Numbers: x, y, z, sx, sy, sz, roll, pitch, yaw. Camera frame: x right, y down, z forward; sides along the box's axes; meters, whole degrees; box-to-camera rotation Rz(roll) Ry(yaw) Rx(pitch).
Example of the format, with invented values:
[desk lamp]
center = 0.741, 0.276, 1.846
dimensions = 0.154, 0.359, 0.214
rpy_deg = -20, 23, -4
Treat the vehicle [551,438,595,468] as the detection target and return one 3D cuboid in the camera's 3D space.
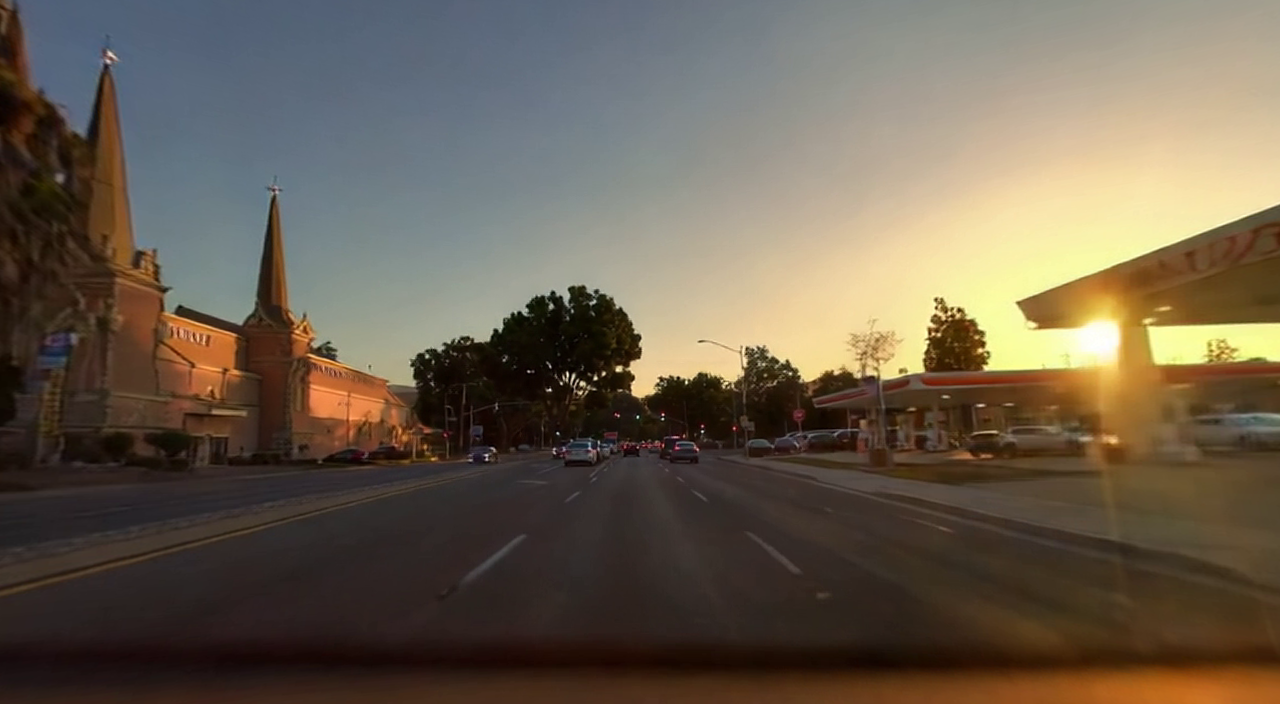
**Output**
[vehicle]
center = -3.847, 5.887, 37.010
dimensions = 2.040, 1.661, 4.573
rpy_deg = 0, -8, 1
